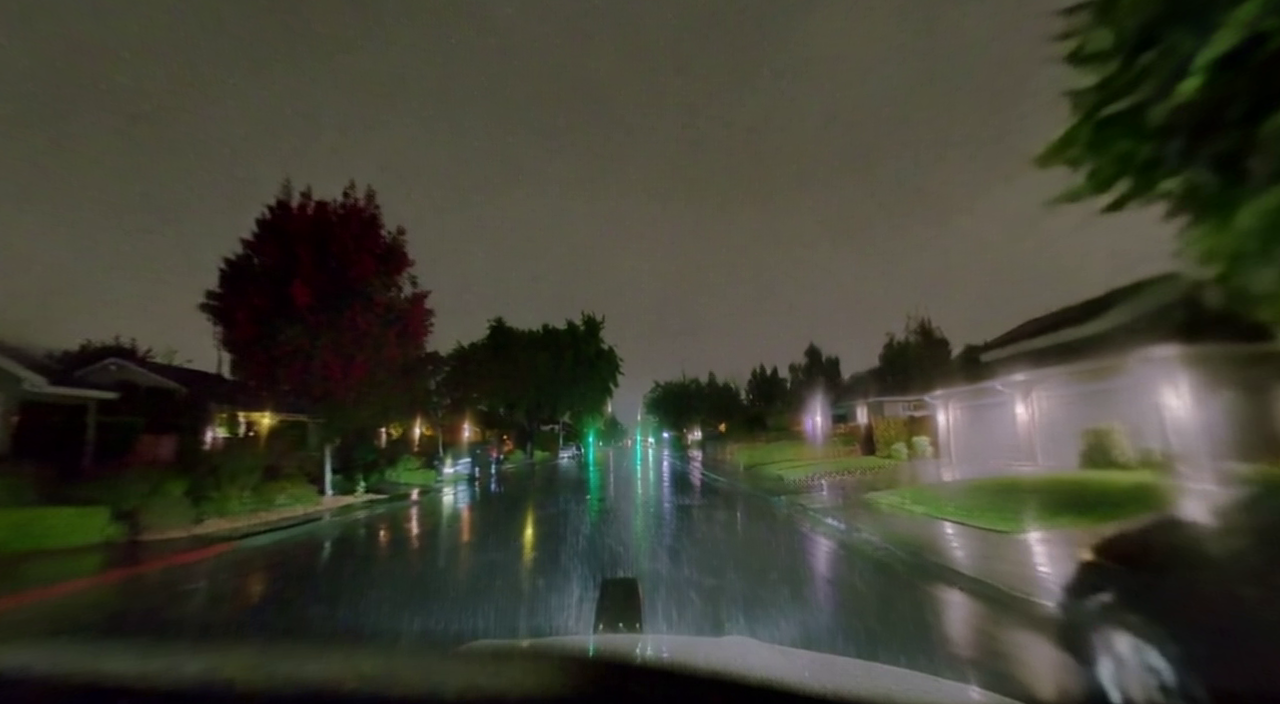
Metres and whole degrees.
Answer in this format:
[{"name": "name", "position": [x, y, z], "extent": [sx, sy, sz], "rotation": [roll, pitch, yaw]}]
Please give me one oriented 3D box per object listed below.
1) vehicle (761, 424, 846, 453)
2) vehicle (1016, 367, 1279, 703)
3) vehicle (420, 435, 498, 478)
[{"name": "vehicle", "position": [11.700, 6.223, 45.431], "extent": [5.367, 1.953, 2.257], "rotation": [1, -8, -6]}, {"name": "vehicle", "position": [3.566, 0.671, 1.297], "extent": [2.291, 1.546, 5.204], "rotation": [0, -8, -1]}, {"name": "vehicle", "position": [-8.637, 5.097, 30.716], "extent": [2.352, 1.843, 4.979], "rotation": [-1, -10, 0]}]
